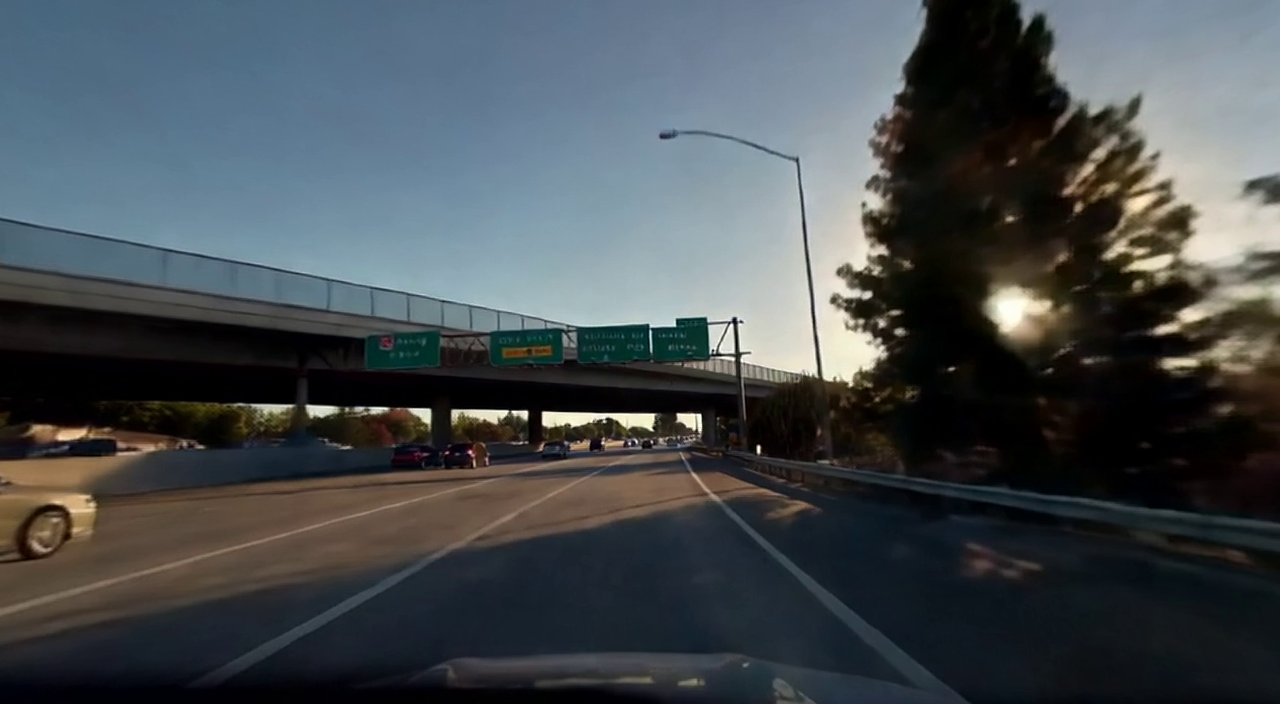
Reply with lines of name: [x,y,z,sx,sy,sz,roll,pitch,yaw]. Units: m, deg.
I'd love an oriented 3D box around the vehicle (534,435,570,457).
vehicle: [-6.479,6.980,47.030,2.271,1.537,4.029,0,-8,-3]

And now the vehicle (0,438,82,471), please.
vehicle: [-30.969,5.088,31.585,1.943,1.548,4.560,0,-8,-1]
